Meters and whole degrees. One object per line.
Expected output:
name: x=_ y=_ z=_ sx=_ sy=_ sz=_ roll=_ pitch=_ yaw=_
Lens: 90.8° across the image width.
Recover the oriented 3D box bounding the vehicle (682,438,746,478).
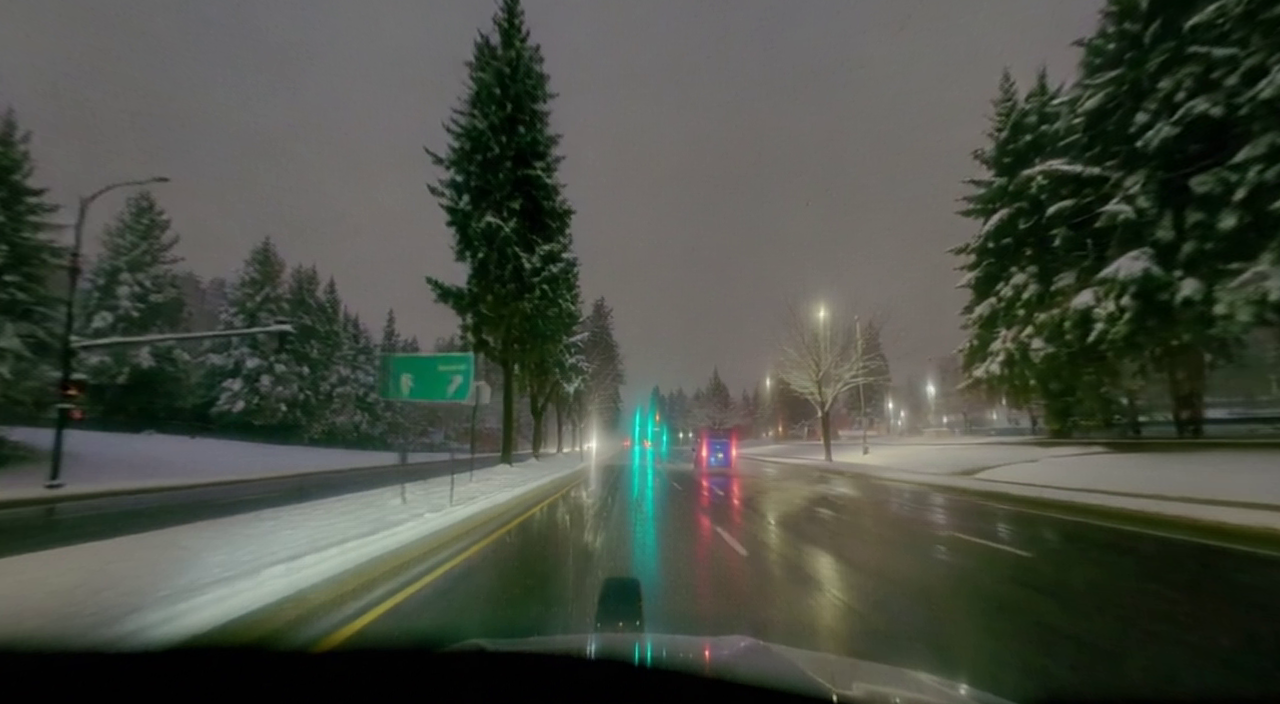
vehicle: x=2.960 y=4.352 z=26.173 sx=2.056 sy=1.483 sz=4.091 roll=0 pitch=-8 yaw=-1
